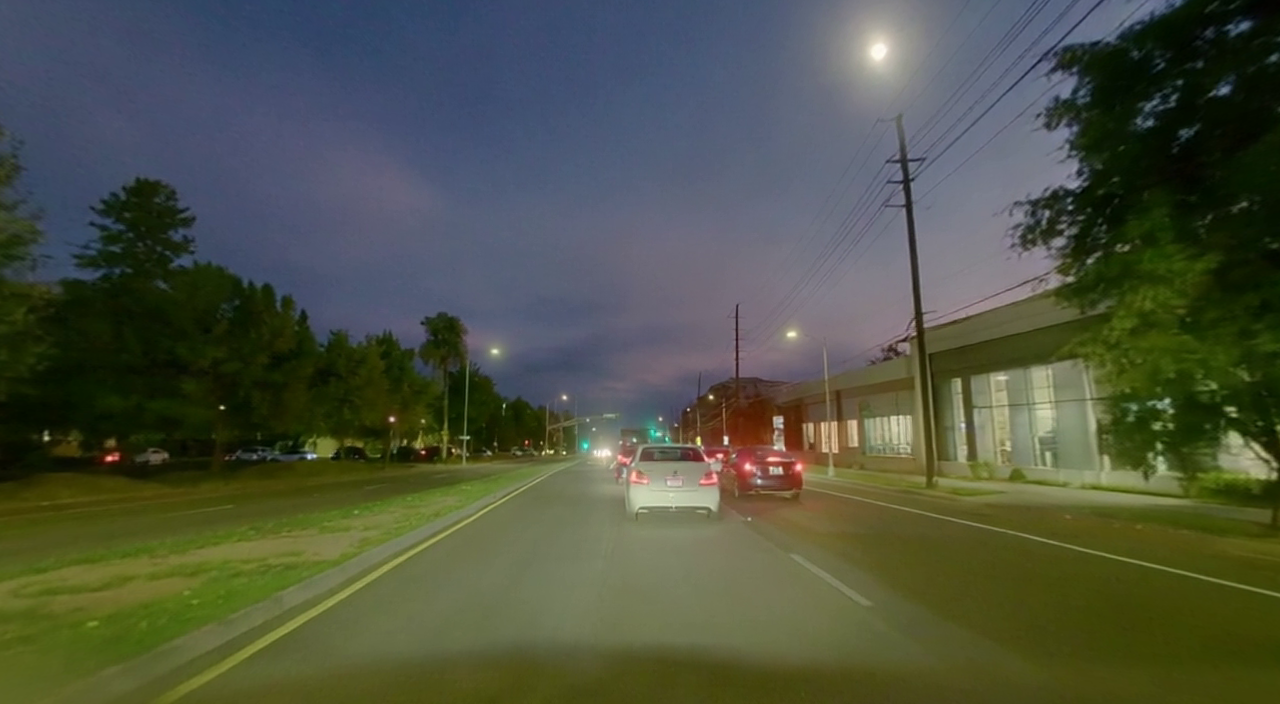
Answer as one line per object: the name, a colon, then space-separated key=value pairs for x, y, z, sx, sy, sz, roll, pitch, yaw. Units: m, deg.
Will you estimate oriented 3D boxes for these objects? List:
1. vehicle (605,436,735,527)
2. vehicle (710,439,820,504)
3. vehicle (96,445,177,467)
vehicle: x=0.398 y=2.435 z=12.446 sx=2.144 sy=1.473 sz=4.028 roll=1 pitch=-8 yaw=-3
vehicle: x=3.127 y=3.082 z=16.672 sx=1.985 sy=1.489 sz=4.036 roll=0 pitch=-8 yaw=-1
vehicle: x=-38.993 y=8.056 z=48.865 sx=1.804 sy=1.478 sz=4.485 roll=-3 pitch=-8 yaw=25
